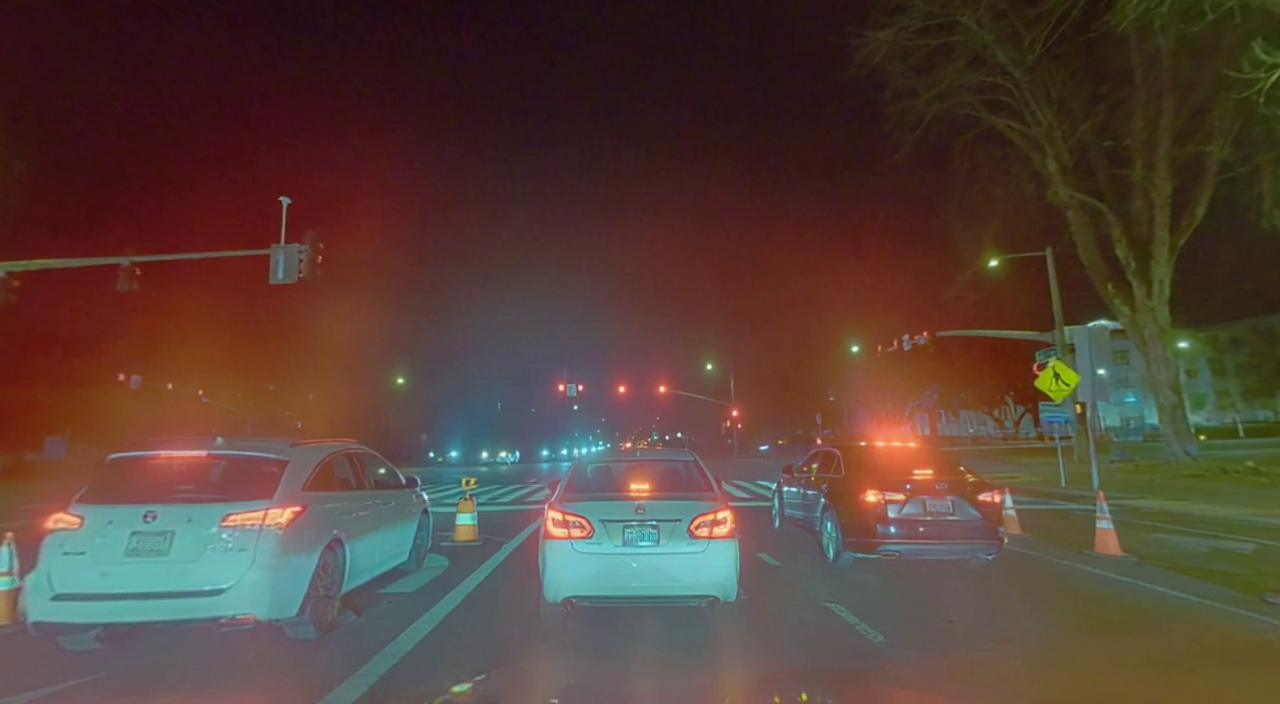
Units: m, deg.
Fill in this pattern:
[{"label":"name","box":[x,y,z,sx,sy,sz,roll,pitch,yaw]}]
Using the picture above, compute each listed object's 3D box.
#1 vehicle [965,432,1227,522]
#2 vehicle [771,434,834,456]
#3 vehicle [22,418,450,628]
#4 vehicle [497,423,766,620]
[{"label":"vehicle","box":[9.354,2.580,13.582,1.957,1.576,4.670,0,-9,-3]},{"label":"vehicle","box":[12.490,7.186,48.579,4.211,1.659,1.983,2,-9,-12]},{"label":"vehicle","box":[-3.601,1.562,6.708,1.863,1.526,4.006,0,-9,0]},{"label":"vehicle","box":[-0.116,1.629,7.080,2.061,1.486,4.332,0,-8,-1]}]
